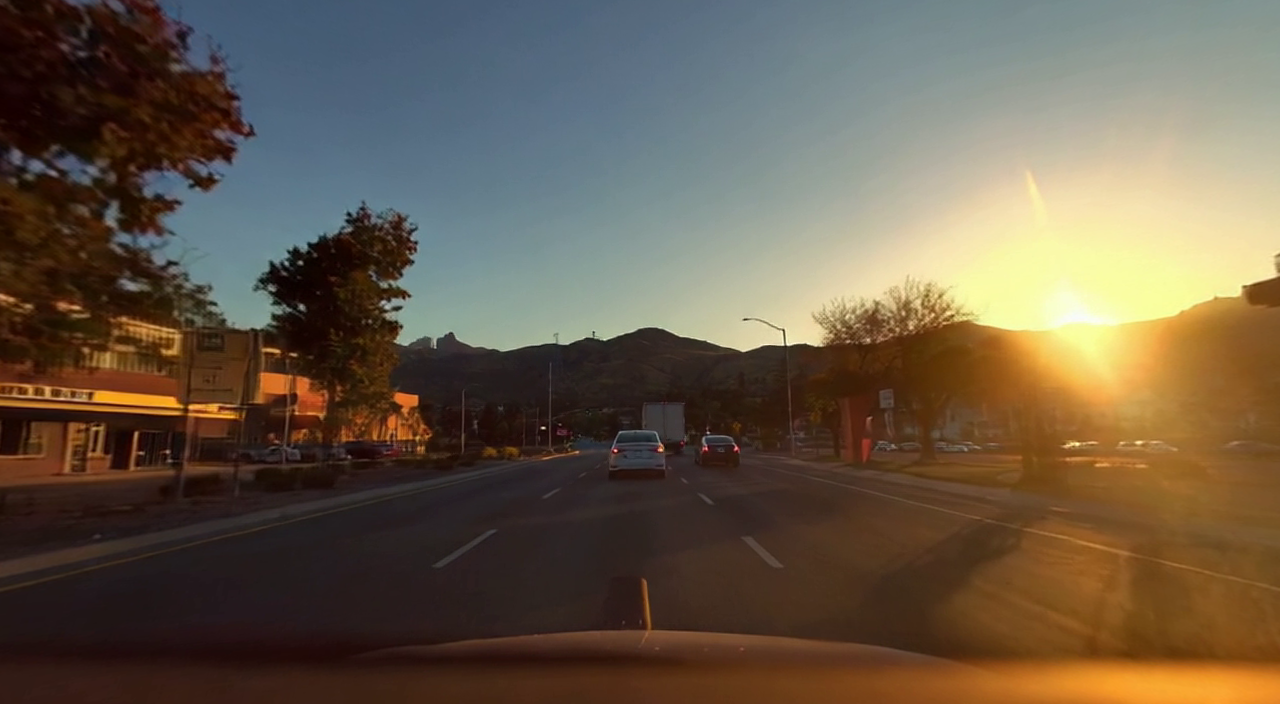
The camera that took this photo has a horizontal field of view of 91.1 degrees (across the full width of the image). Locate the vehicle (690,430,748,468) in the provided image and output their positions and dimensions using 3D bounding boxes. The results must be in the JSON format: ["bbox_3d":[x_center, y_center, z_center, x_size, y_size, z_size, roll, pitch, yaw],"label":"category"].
[{"bbox_3d":[3.643,4.593,29.869,2.088,1.655,4.360,0,-8,-1],"label":"vehicle"}]

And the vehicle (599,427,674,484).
[{"bbox_3d":[-0.136,3.306,20.313,2.193,1.651,3.946,0,-8,-1],"label":"vehicle"}]
